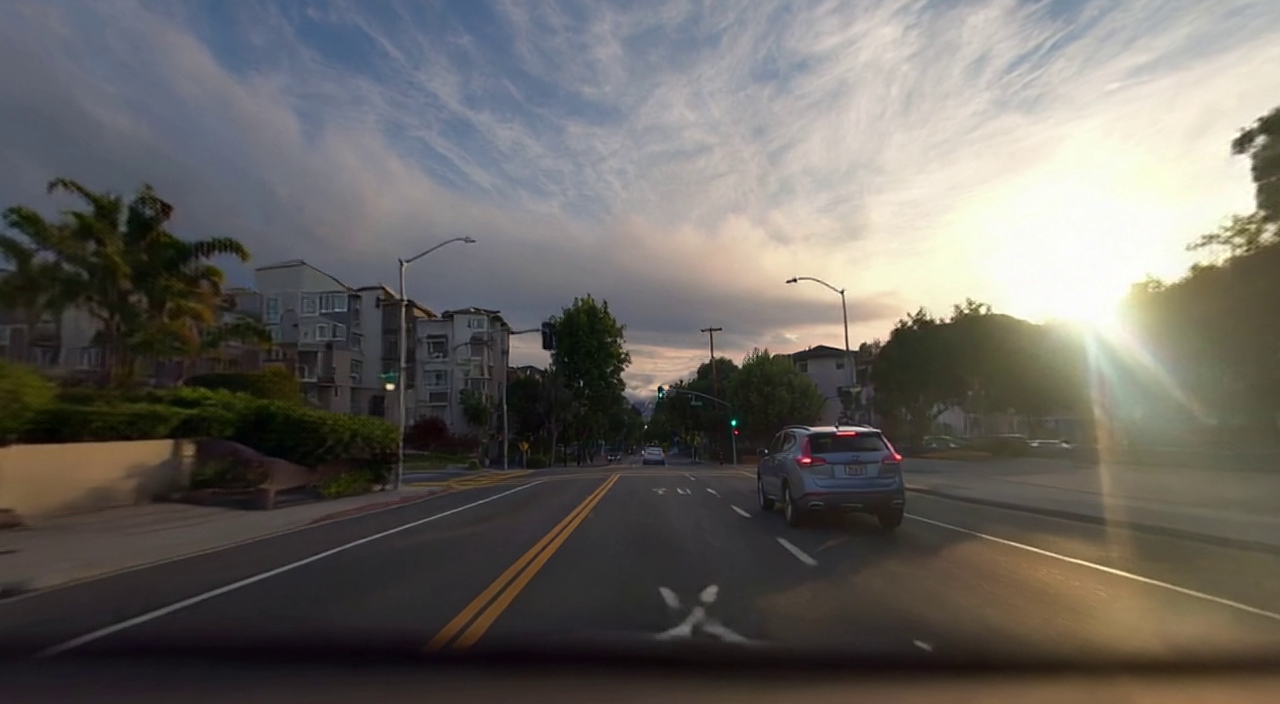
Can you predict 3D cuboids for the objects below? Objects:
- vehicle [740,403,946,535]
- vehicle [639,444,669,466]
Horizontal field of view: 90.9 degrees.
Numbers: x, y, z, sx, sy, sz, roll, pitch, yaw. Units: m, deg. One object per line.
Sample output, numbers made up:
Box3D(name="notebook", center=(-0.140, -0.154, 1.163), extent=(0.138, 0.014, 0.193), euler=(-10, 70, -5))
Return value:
Box3D(name="vehicle", center=(3.296, 2.039, 11.511), extent=(2.130, 1.863, 4.844), euler=(0, -9, 0))
Box3D(name="vehicle", center=(0.965, 7.512, 46.113), extent=(2.097, 1.463, 4.043), euler=(0, -9, 0))
